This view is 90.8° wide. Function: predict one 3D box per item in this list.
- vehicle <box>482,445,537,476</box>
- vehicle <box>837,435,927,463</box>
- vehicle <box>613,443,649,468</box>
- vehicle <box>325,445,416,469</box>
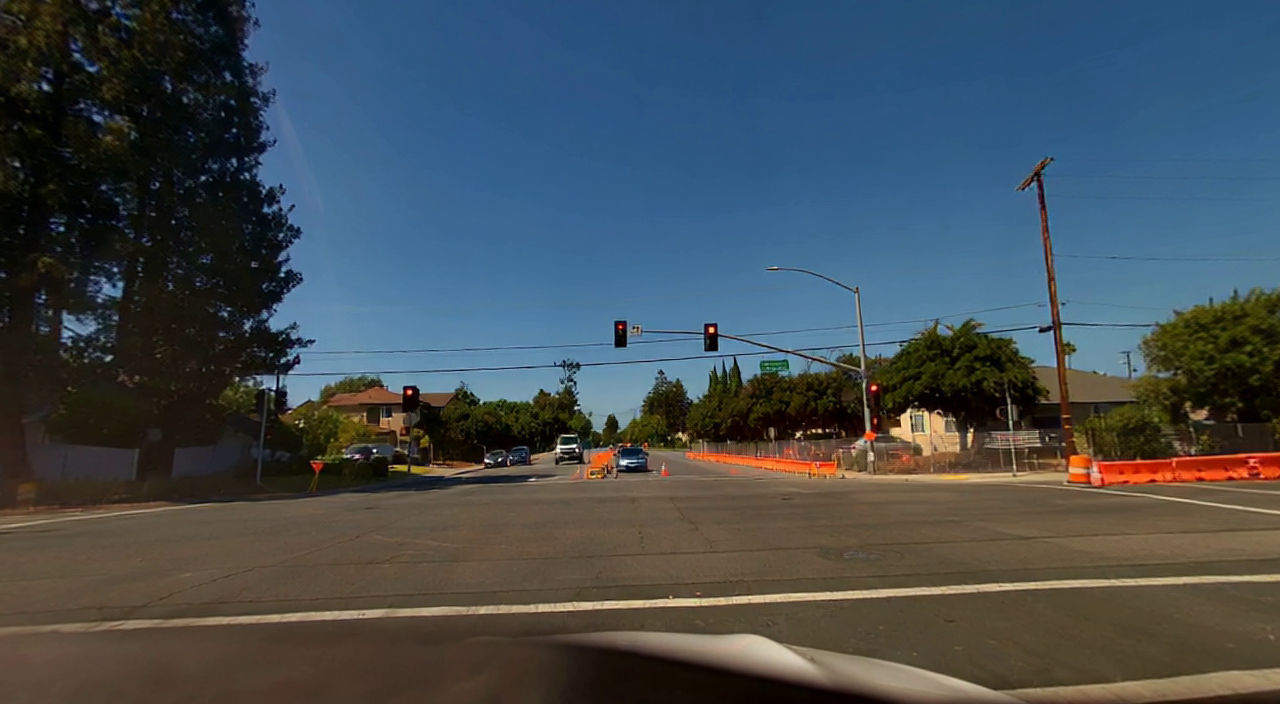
[{"bbox_3d":[-6.611,5.531,32.383,1.881,1.452,4.121,0,-8,0],"label":"vehicle"},{"bbox_3d":[15.373,6.180,40.312,4.892,1.656,1.856,0,-8,0],"label":"vehicle"},{"bbox_3d":[-0.532,6.305,38.631,2.105,1.457,4.173,0,-8,-1],"label":"vehicle"},{"bbox_3d":[-16.397,6.391,38.599,4.713,1.409,1.918,0,-8,-2],"label":"vehicle"}]
